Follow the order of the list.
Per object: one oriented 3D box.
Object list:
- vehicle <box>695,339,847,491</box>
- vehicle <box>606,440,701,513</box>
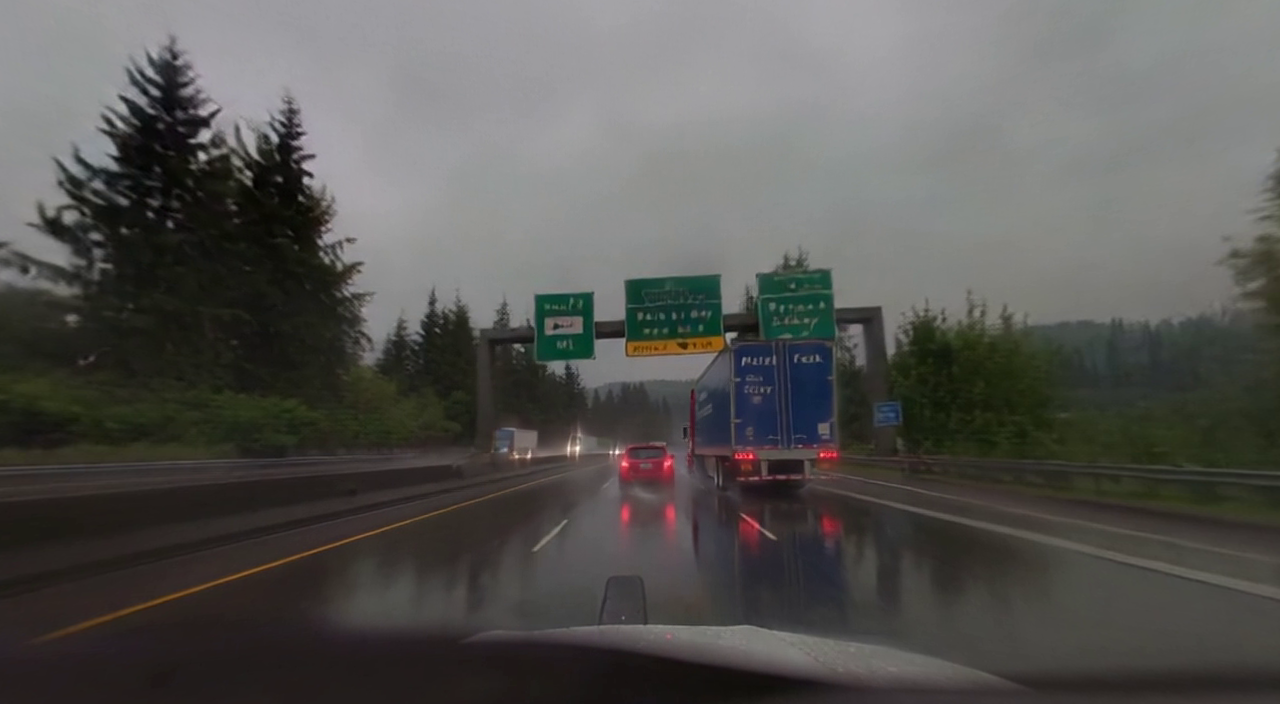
[{"bbox_3d":[4.052,2.736,23.615,2.960,4.018,13.834,0,-9,1],"label":"vehicle"},{"bbox_3d":[0.265,3.034,15.848,2.039,1.532,4.610,0,-9,0],"label":"vehicle"}]
